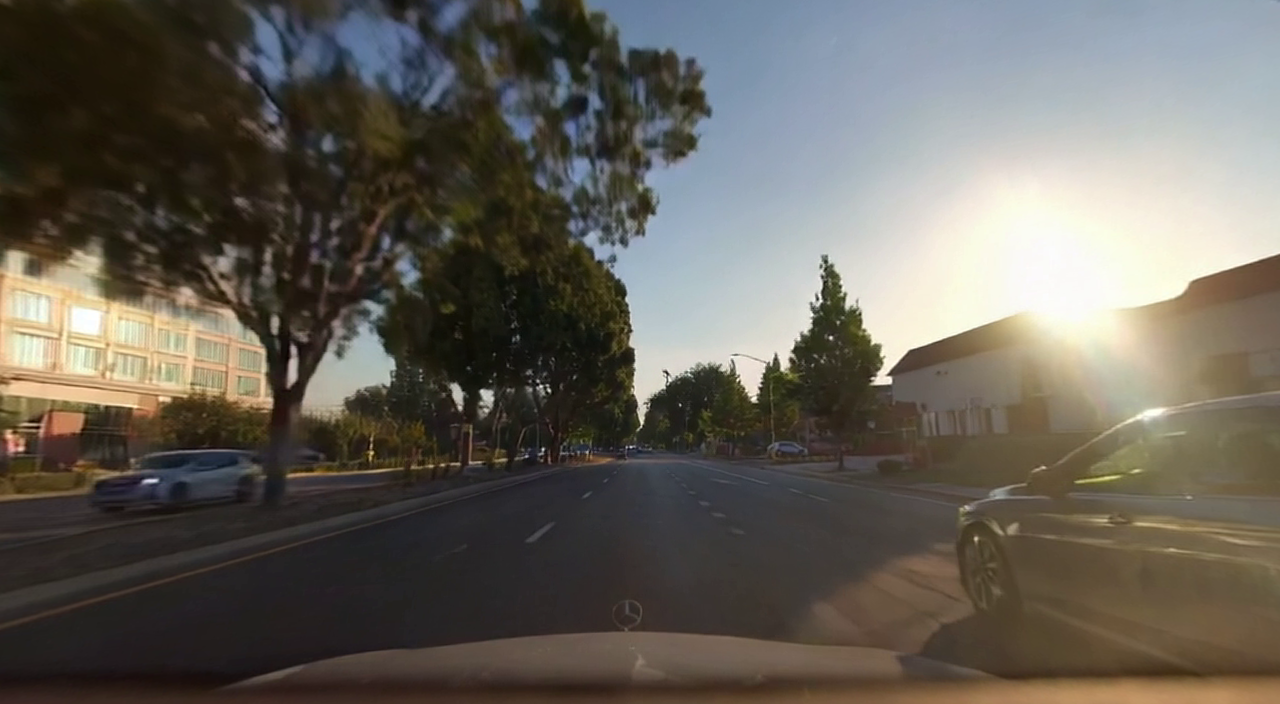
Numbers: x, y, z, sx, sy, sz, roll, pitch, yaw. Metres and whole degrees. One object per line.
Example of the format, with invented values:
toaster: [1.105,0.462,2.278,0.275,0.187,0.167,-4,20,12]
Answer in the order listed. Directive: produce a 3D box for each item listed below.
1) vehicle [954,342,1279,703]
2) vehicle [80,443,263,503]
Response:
vehicle: [3.238,0.809,2.069,2.090,1.685,4.436,0,-9,0]
vehicle: [-17.058,4.393,23.448,2.193,1.936,5.819,0,-9,2]
